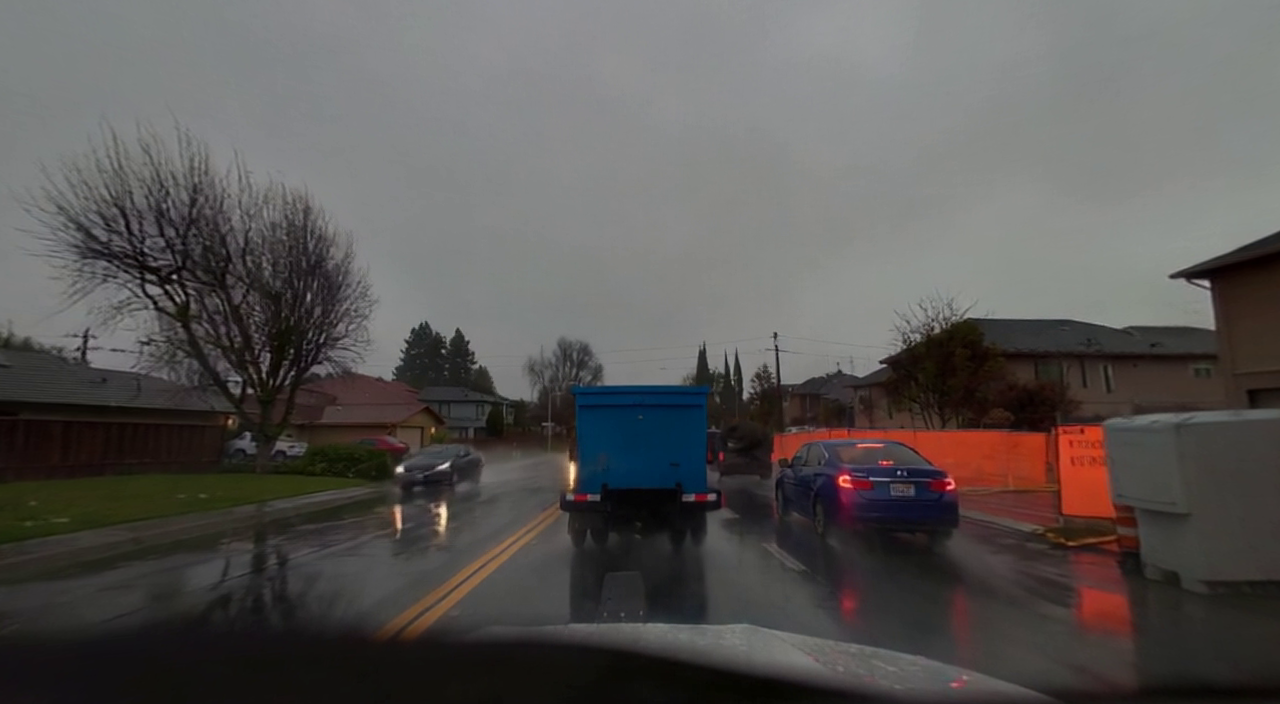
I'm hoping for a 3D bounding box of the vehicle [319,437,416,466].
[{"bbox_3d":[-15.050,5.516,34.857,4.490,1.500,1.875,0,-8,-2],"label":"vehicle"}]

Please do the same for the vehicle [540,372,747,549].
[{"bbox_3d":[0.085,1.906,11.654,2.751,2.361,6.347,0,-8,1],"label":"vehicle"}]

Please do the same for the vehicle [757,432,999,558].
[{"bbox_3d":[3.292,2.053,9.867,2.010,1.499,4.481,0,-8,-1],"label":"vehicle"}]

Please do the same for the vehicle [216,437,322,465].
[{"bbox_3d":[-20.352,5.440,34.569,4.706,1.468,1.817,-1,-8,3],"label":"vehicle"}]

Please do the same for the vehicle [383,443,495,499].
[{"bbox_3d":[-6.076,3.614,19.637,1.953,1.528,4.492,0,-8,1],"label":"vehicle"}]
